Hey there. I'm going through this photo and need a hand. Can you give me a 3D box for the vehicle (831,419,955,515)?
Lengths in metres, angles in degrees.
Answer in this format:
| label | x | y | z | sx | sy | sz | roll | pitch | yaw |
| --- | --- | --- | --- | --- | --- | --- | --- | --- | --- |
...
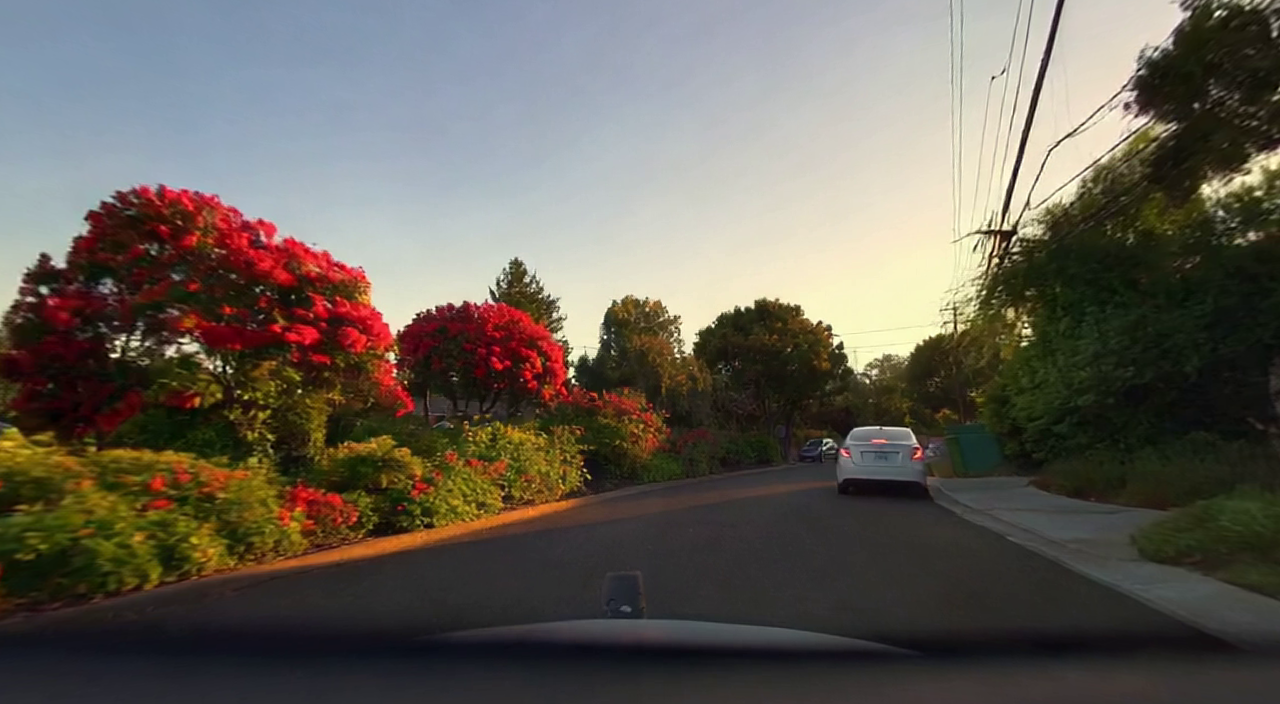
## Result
| label | x | y | z | sx | sy | sz | roll | pitch | yaw |
| --- | --- | --- | --- | --- | --- | --- | --- | --- | --- |
| vehicle | 6.190 | 2.761 | 15.756 | 2.311 | 1.909 | 5.570 | -3 | -9 | 20 |
